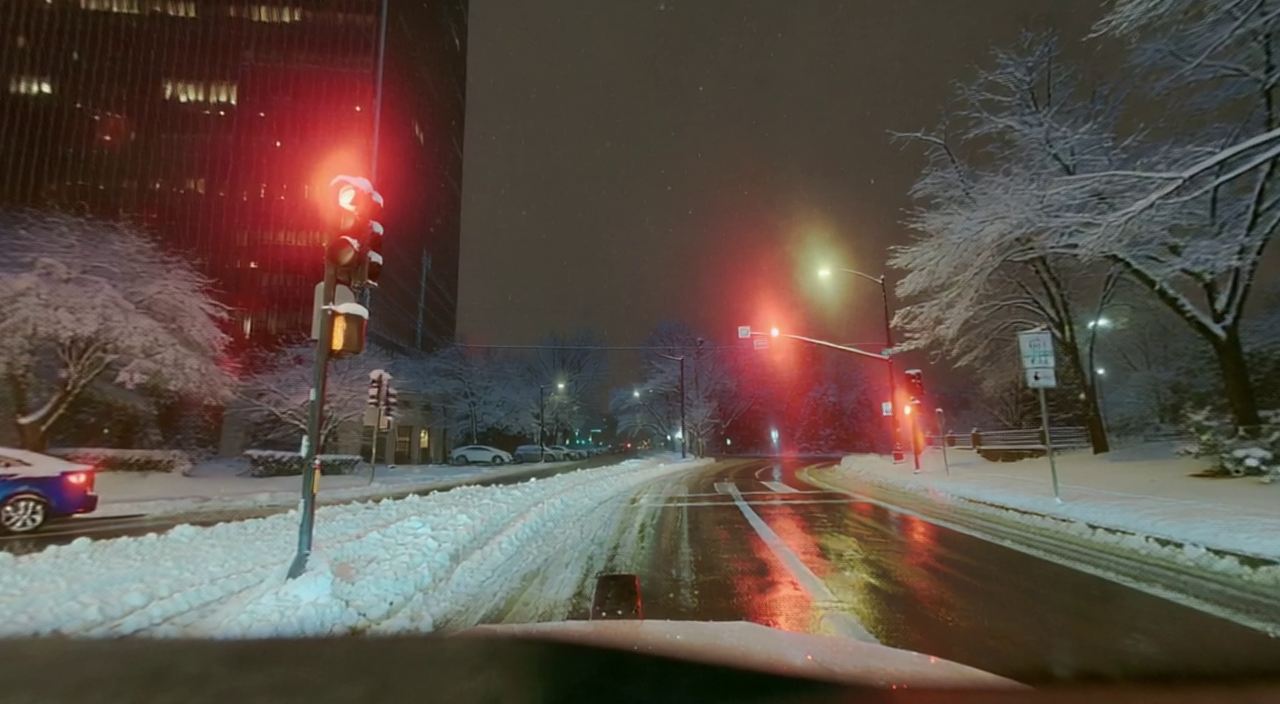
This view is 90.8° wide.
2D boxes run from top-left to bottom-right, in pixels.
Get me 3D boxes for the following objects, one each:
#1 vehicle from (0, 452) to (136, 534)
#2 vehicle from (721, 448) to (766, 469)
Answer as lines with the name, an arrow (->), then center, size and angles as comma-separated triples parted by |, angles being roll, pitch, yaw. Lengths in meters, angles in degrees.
vehicle -> -12.856, 2.716, 12.273 | 4.598, 1.490, 1.816 | 7, -11, -40
vehicle -> 7.862, 8.124, 48.419 | 1.829, 1.440, 4.384 | 2, -9, -14
